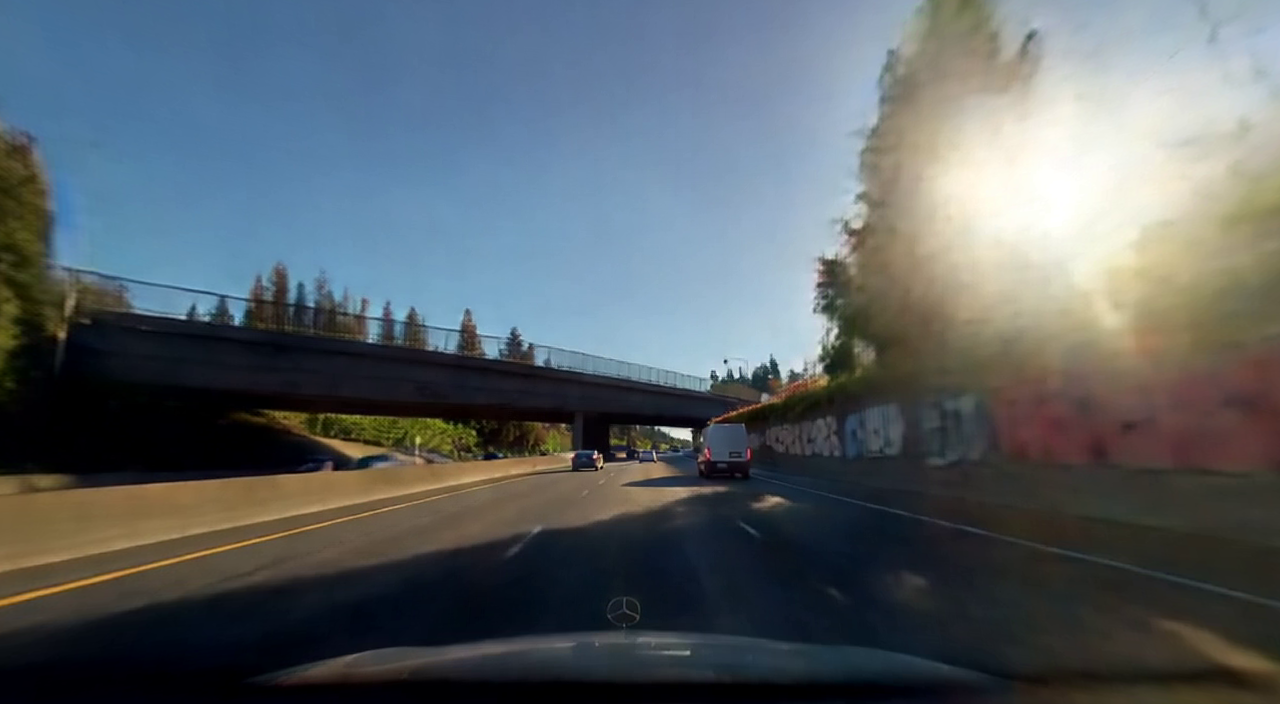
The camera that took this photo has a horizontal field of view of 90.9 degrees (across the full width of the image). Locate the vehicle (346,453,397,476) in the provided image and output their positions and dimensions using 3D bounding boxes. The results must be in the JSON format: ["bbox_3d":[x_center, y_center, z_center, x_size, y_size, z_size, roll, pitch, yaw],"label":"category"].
[{"bbox_3d":[-19.927,8.333,46.923,1.900,1.559,3.935,0,-9,2],"label":"vehicle"}]

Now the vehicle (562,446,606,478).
[{"bbox_3d":[-3.029,6.079,35.057,1.964,1.618,4.489,0,-9,1],"label":"vehicle"}]

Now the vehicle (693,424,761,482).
[{"bbox_3d":[4.135,4.970,31.041,2.469,2.591,5.653,0,-9,-1],"label":"vehicle"}]
